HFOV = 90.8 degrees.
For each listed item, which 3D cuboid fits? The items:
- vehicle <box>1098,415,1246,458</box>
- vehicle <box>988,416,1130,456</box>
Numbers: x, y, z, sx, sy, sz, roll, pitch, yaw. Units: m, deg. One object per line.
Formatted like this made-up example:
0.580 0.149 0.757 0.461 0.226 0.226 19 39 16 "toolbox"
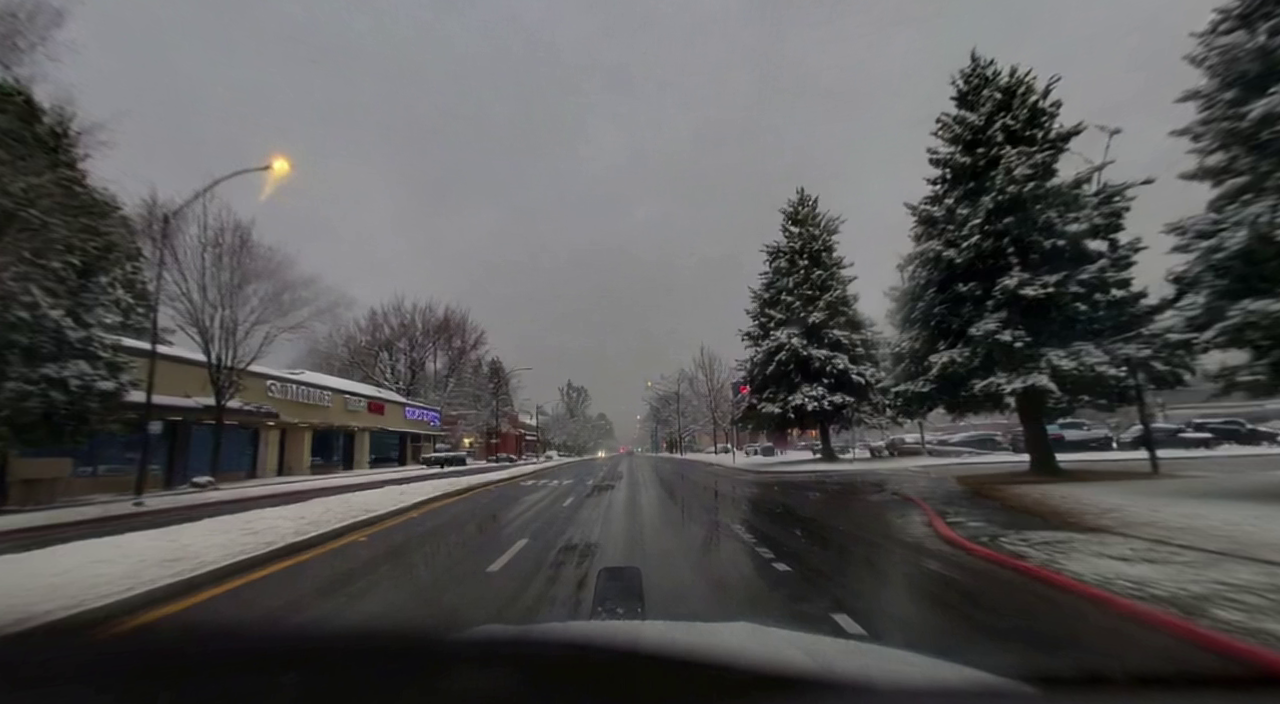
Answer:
23.874 3.832 28.494 4.716 1.834 2.119 0 -8 -1 "vehicle"
23.323 4.724 35.384 6.239 2.118 2.380 0 -8 -1 "vehicle"
